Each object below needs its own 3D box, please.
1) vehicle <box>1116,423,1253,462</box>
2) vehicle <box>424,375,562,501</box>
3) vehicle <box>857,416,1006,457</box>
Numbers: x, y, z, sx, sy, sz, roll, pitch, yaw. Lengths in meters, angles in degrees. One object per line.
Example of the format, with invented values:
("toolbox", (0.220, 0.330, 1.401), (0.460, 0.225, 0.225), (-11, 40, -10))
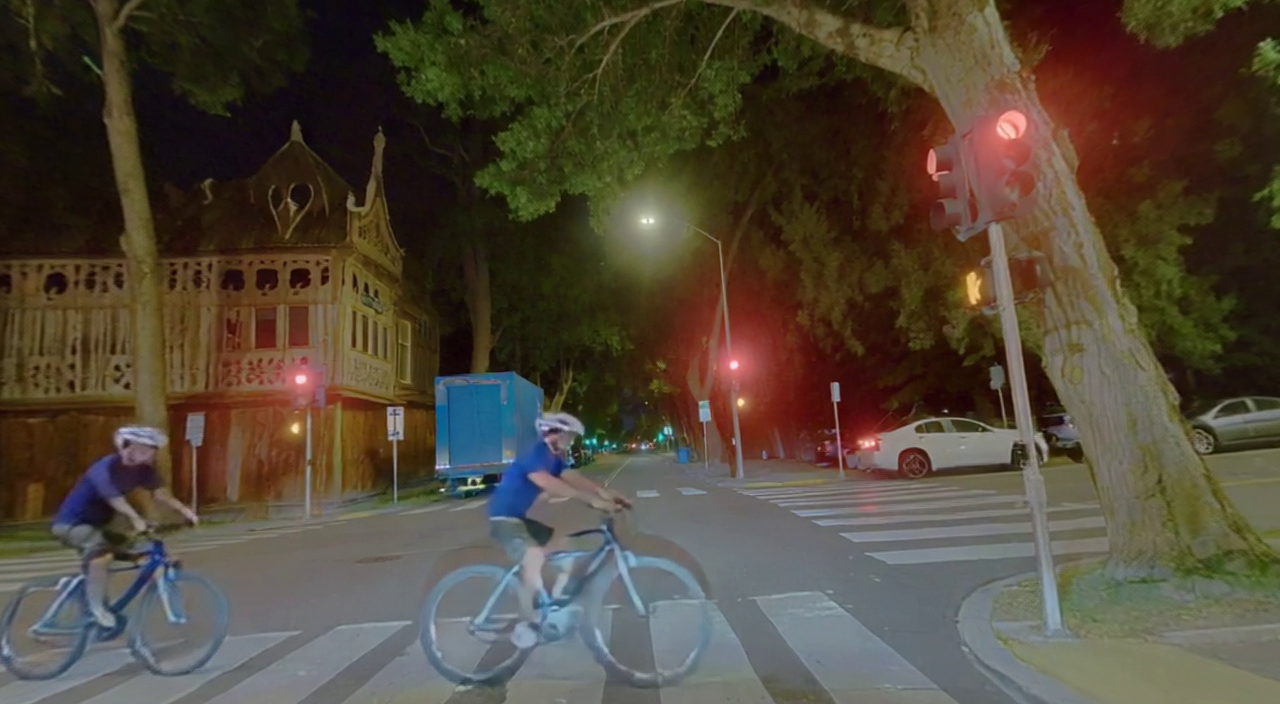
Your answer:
("vehicle", (24.955, 4.160, 29.010), (4.268, 1.695, 2.053), (0, -8, 3))
("vehicle", (-5.814, 3.725, 27.177), (3.113, 4.041, 10.284), (-7, -8, 0))
("vehicle", (10.694, 3.143, 23.423), (4.643, 1.456, 1.820), (-1, -8, 5))
